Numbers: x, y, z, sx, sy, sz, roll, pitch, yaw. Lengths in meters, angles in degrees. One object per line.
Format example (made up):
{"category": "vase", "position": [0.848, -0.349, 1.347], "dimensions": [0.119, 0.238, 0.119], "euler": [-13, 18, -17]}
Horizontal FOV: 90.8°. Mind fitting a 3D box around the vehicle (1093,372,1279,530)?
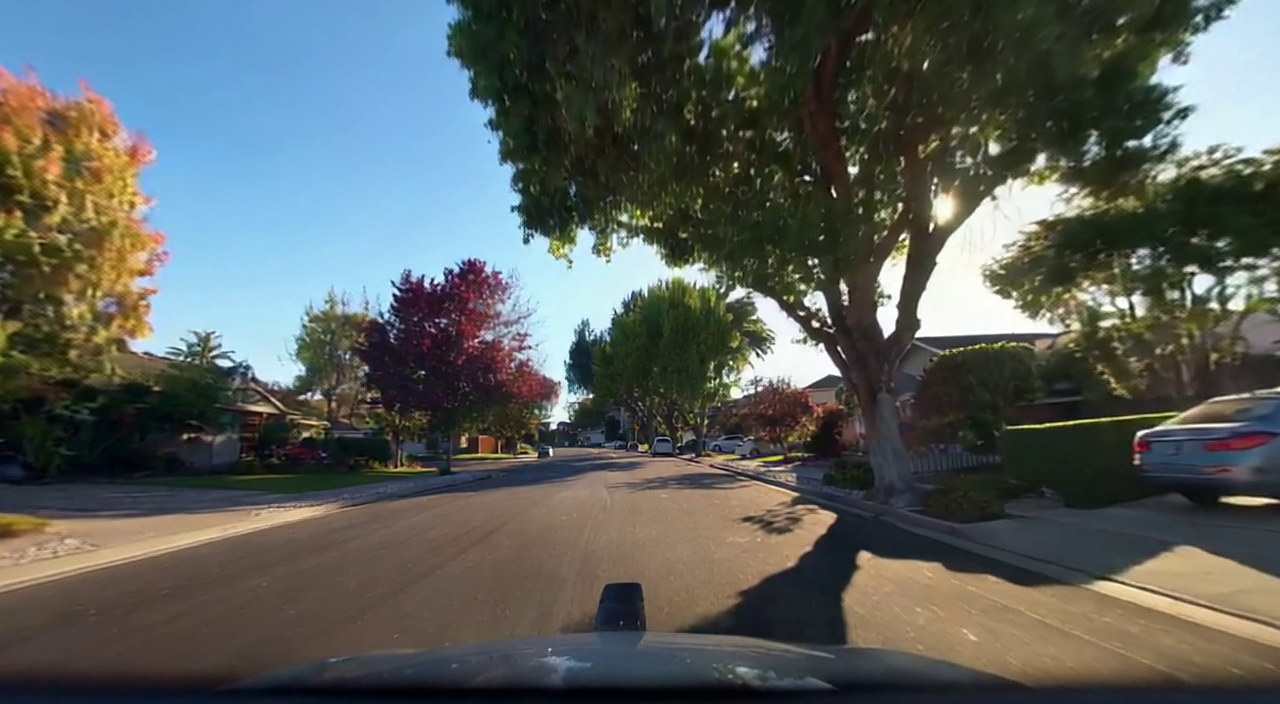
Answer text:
{"category": "vehicle", "position": [10.360, 1.229, 9.411], "dimensions": [5.307, 1.940, 2.412], "euler": [-5, -8, -4]}
